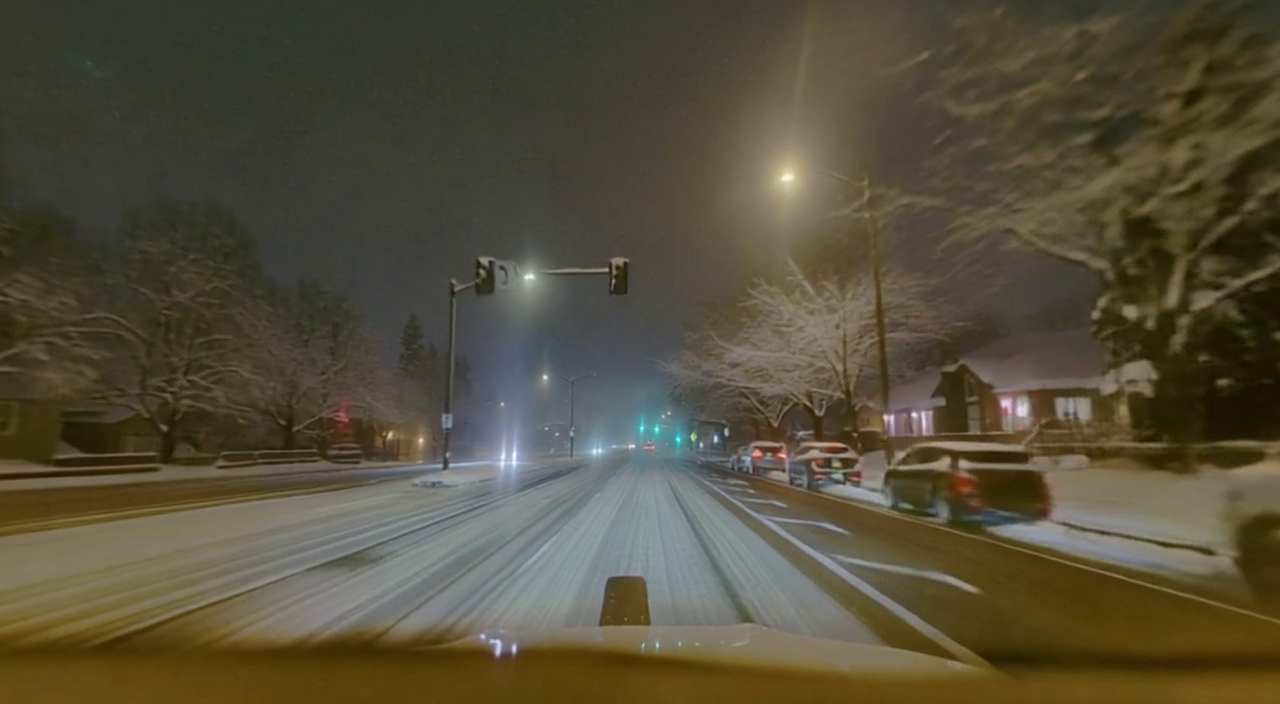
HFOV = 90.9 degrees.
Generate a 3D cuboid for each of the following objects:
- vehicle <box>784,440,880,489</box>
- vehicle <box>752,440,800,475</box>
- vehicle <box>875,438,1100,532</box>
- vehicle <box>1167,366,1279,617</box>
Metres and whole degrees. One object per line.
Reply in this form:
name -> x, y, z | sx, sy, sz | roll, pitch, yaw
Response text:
vehicle -> 6.393, 3.791, 21.564 | 1.976, 1.498, 4.390 | 0, -9, 1
vehicle -> 6.555, 5.100, 30.650 | 1.752, 1.590, 3.090 | 0, -9, 2
vehicle -> 6.292, 2.420, 12.152 | 1.936, 1.456, 4.445 | 0, -9, 2
vehicle -> 6.120, 0.860, 3.372 | 2.293, 1.942, 5.004 | 0, -9, 1
